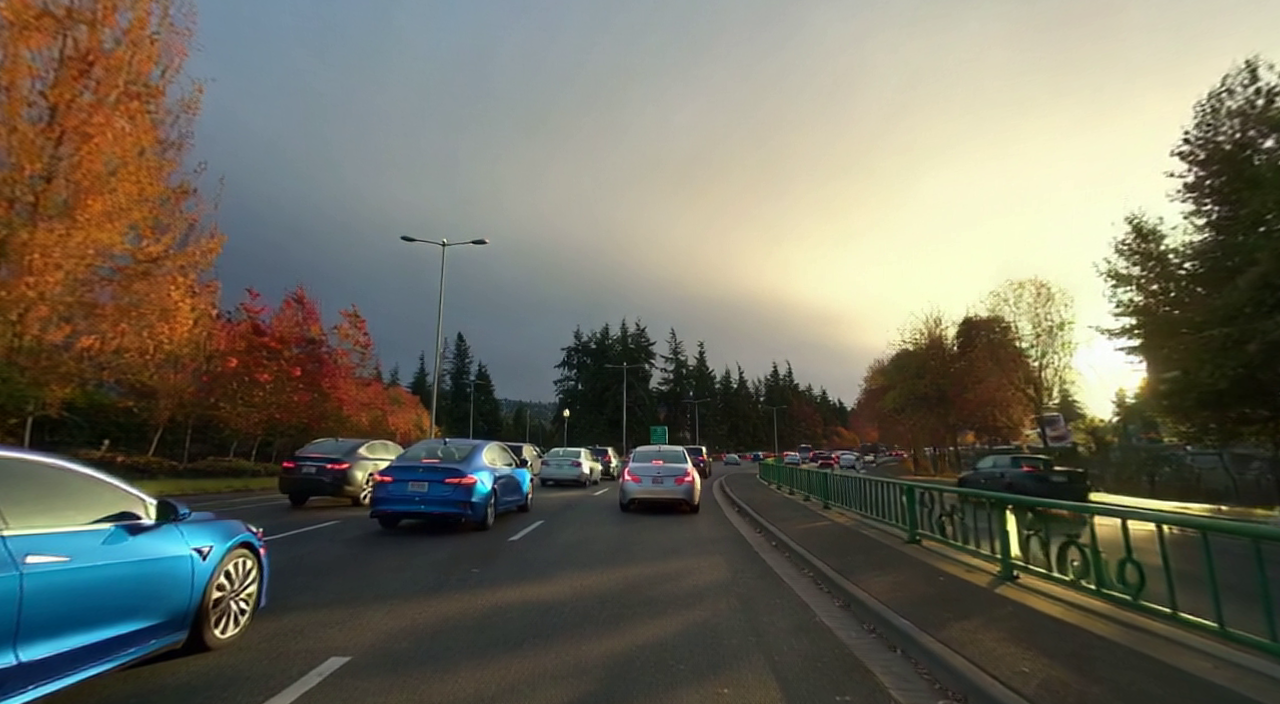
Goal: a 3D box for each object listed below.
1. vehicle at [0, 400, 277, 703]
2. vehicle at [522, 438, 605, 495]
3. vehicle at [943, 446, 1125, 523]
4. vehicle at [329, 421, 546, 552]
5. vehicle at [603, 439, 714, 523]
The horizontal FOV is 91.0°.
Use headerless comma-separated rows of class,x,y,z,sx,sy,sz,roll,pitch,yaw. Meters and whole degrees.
vehicle,-3.491,0.882,2.104,1.921,1.503,4.317,0,-9,1
vehicle,-2.357,3.692,20.667,1.930,1.635,4.260,0,-9,3
vehicle,10.525,3.506,17.397,2.121,1.777,4.755,0,-9,3
vehicle,-2.974,2.085,10.487,1.979,1.663,4.513,0,-9,2
vehicle,0.428,2.687,13.714,2.015,1.506,4.276,0,-9,2
